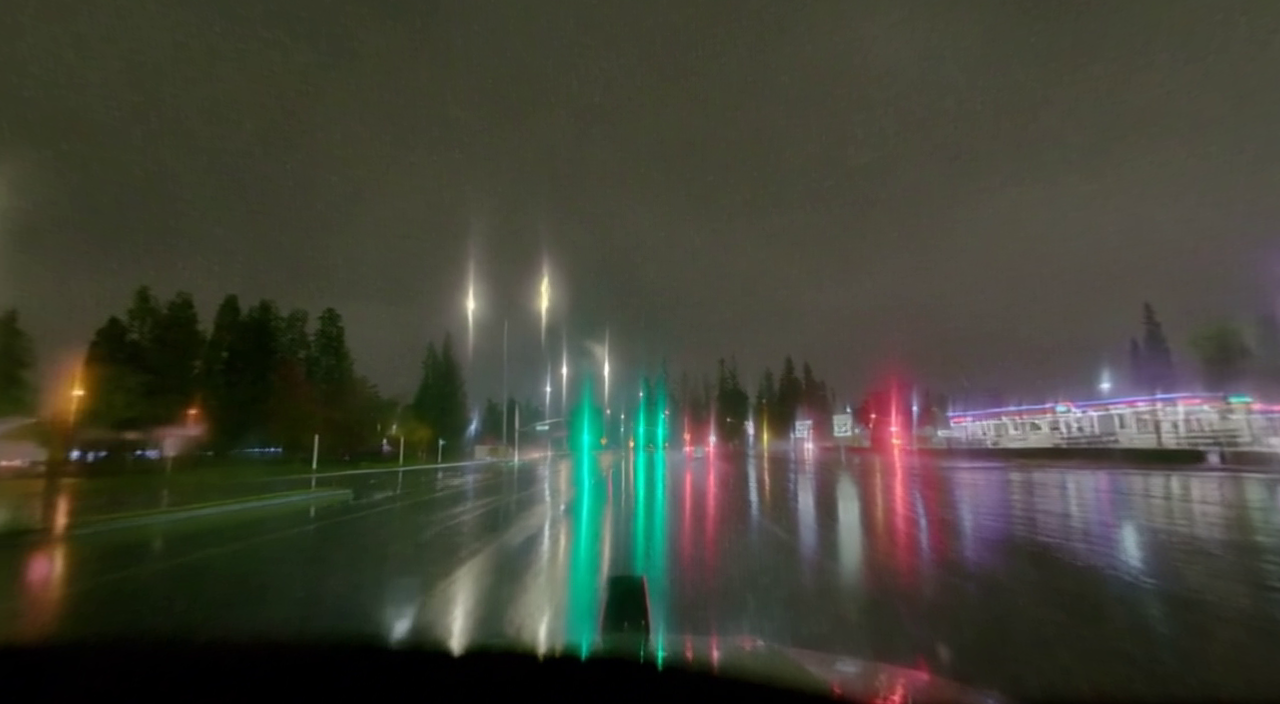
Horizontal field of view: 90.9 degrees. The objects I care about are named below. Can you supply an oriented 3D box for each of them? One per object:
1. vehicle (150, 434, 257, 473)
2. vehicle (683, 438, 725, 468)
[{"bbox_3d":[-32.605,7.577,47.201,6.090,2.737,2.475,-1,-8,1],"label":"vehicle"},{"bbox_3d":[3.823,6.100,38.212,2.007,1.683,4.171,0,-8,-1],"label":"vehicle"}]
